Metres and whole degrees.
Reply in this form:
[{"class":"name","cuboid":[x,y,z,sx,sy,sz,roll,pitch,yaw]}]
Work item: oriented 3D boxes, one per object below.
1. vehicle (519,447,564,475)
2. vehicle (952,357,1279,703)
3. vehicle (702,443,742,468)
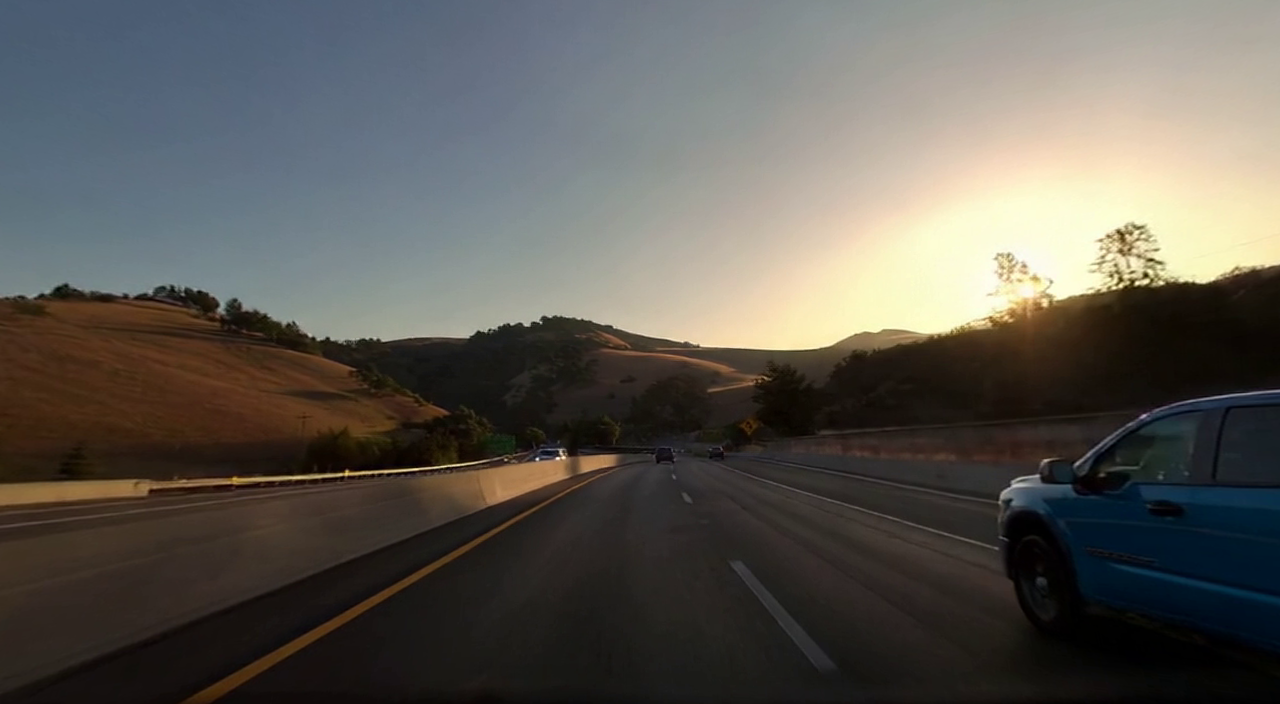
[{"class":"vehicle","cuboid":[-6.478,7.214,42.039,2.087,1.701,4.627,0,-9,2]},{"class":"vehicle","cuboid":[3.803,0.954,3.046,2.151,1.744,4.709,0,-9,0]},{"class":"vehicle","cuboid":[5.520,7.045,43.131,2.249,1.635,4.118,0,-9,1]}]
